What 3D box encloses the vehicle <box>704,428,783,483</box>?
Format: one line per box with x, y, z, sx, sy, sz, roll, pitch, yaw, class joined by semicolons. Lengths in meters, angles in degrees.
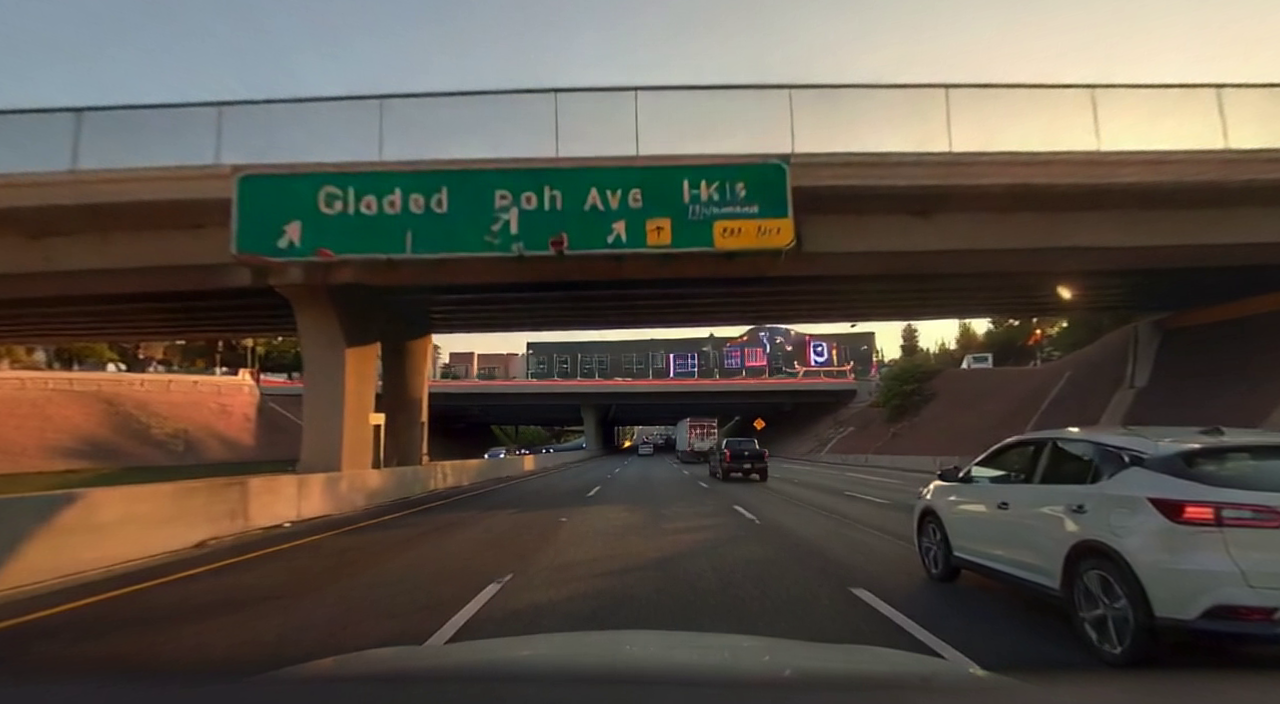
3.795;3.904;24.036;2.086;1.858;4.737;0;-8;-1;vehicle

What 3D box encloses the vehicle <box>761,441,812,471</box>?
7.642;5.429;33.217;1.828;1.472;3.805;0;-8;1;vehicle

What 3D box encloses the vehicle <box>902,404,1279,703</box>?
3.582;1.174;4.050;1.902;1.481;4.451;0;-8;0;vehicle
